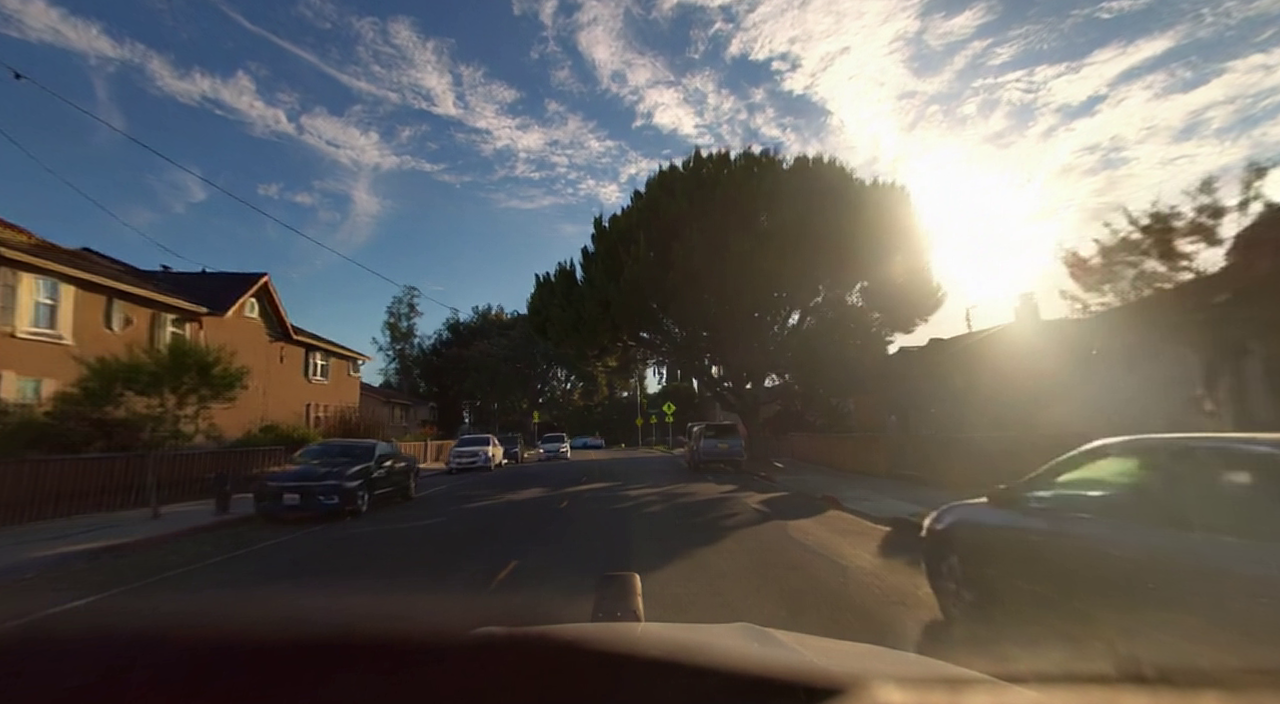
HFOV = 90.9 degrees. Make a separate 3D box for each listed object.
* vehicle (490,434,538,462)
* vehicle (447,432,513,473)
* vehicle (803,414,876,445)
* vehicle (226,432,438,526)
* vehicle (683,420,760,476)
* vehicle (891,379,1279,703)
[{"bbox_3d":[-6.823,5.244,34.571,1.919,1.464,4.155,0,-8,-2],"label":"vehicle"},{"bbox_3d":[-6.456,4.062,25.828,1.842,1.540,3.704,0,-8,-2],"label":"vehicle"},{"bbox_3d":[12.578,4.906,39.687,4.184,1.817,2.026,-4,-8,21],"label":"vehicle"},{"bbox_3d":[-5.916,2.432,13.105,1.972,1.502,5.530,0,-7,-4],"label":"vehicle"},{"bbox_3d":[2.637,3.221,21.486,1.997,1.663,4.544,0,-8,0],"label":"vehicle"},{"bbox_3d":[3.249,0.979,3.089,1.875,1.568,4.899,0,-7,-2],"label":"vehicle"}]
